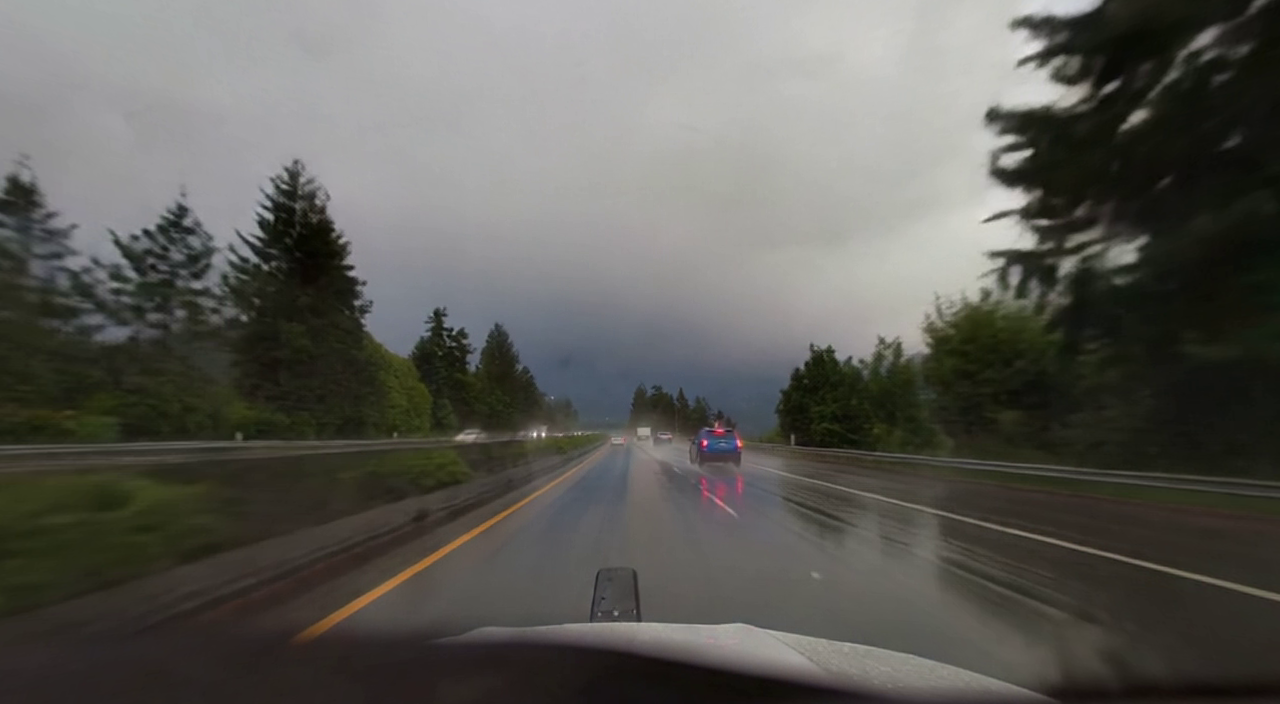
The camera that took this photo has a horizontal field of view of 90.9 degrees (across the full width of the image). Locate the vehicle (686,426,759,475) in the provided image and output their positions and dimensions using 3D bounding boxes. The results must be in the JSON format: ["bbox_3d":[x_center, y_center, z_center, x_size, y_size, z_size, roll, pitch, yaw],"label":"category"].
[{"bbox_3d":[3.047,3.765,24.349,2.085,1.681,4.436,1,-8,-2],"label":"vehicle"}]
